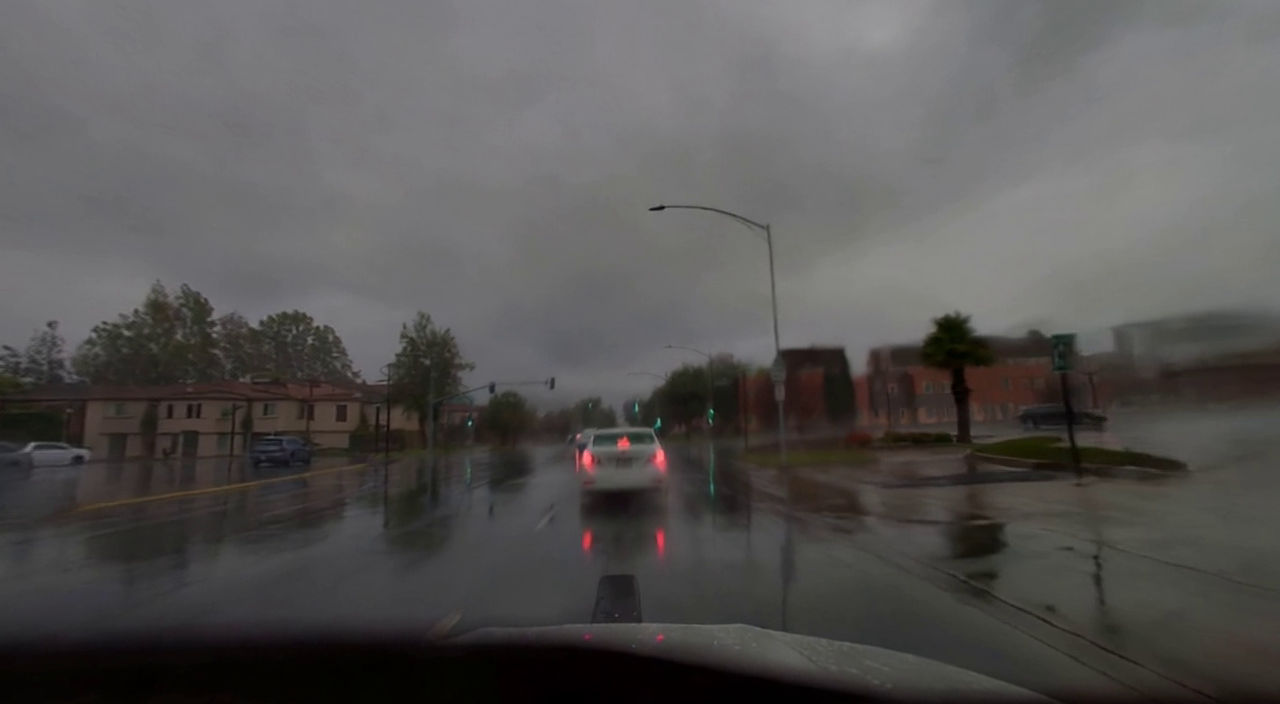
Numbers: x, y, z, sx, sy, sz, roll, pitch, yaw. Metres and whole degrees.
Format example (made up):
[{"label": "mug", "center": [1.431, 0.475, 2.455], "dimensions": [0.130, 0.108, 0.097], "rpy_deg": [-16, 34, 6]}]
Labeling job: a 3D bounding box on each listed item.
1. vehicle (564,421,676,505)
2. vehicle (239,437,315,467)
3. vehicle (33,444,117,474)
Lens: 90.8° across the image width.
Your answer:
[{"label": "vehicle", "center": [-0.358, 2.324, 13.617], "dimensions": [2.060, 1.526, 3.859], "rpy_deg": [0, -8, 0]}, {"label": "vehicle", "center": [-22.894, 6.306, 40.093], "dimensions": [1.990, 1.752, 4.673], "rpy_deg": [0, -8, 0]}, {"label": "vehicle", "center": [-36.200, 6.809, 40.615], "dimensions": [1.757, 1.803, 4.000], "rpy_deg": [0, -8, -2]}]
